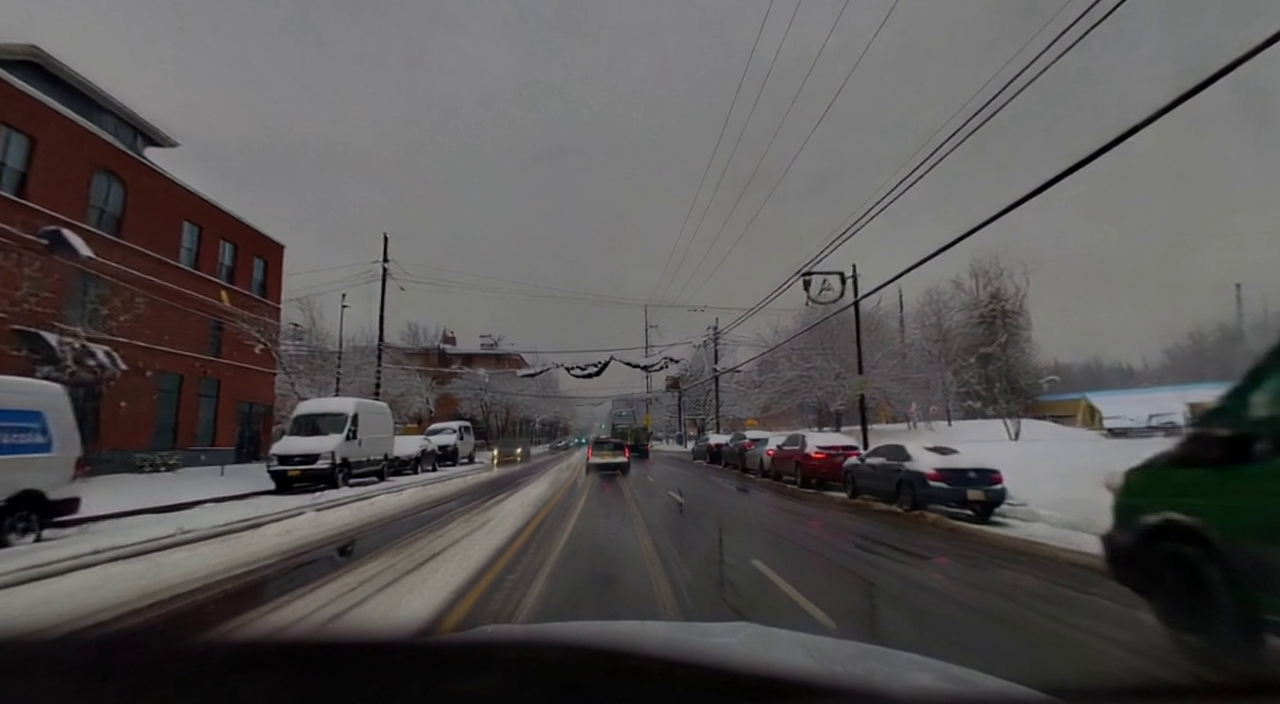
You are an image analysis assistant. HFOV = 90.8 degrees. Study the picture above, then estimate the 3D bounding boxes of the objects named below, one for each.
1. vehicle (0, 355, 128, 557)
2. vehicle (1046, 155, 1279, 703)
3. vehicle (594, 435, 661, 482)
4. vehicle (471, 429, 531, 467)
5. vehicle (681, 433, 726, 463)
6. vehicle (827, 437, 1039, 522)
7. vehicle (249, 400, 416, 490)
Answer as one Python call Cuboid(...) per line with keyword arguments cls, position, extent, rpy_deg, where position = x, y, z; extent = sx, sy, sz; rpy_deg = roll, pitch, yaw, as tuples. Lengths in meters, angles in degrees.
Cuboid(cls="vehicle", position=(-9.899, 1.302, 7.752), extent=(2.398, 2.723, 5.816), rpy_deg=(0, -8, -2))
Cuboid(cls="vehicle", position=(4.513, 0.125, 1.308), extent=(2.492, 2.720, 6.884), rpy_deg=(0, -8, -2))
Cuboid(cls="vehicle", position=(-0.495, 3.674, 22.190), extent=(2.112, 1.464, 4.411), rpy_deg=(0, -8, -3))
Cuboid(cls="vehicle", position=(-7.648, 5.330, 35.294), extent=(2.456, 1.935, 4.769), rpy_deg=(0, -8, -3))
Cuboid(cls="vehicle", position=(4.008, 6.226, 41.012), extent=(2.079, 1.788, 4.974), rpy_deg=(0, -8, -4))
Cuboid(cls="vehicle", position=(5.723, 2.514, 13.137), extent=(1.921, 1.430, 4.455), rpy_deg=(1, -8, -6))
Cuboid(cls="vehicle", position=(-10.158, 3.183, 21.827), extent=(2.964, 2.597, 6.437), rpy_deg=(0, -8, -5))
